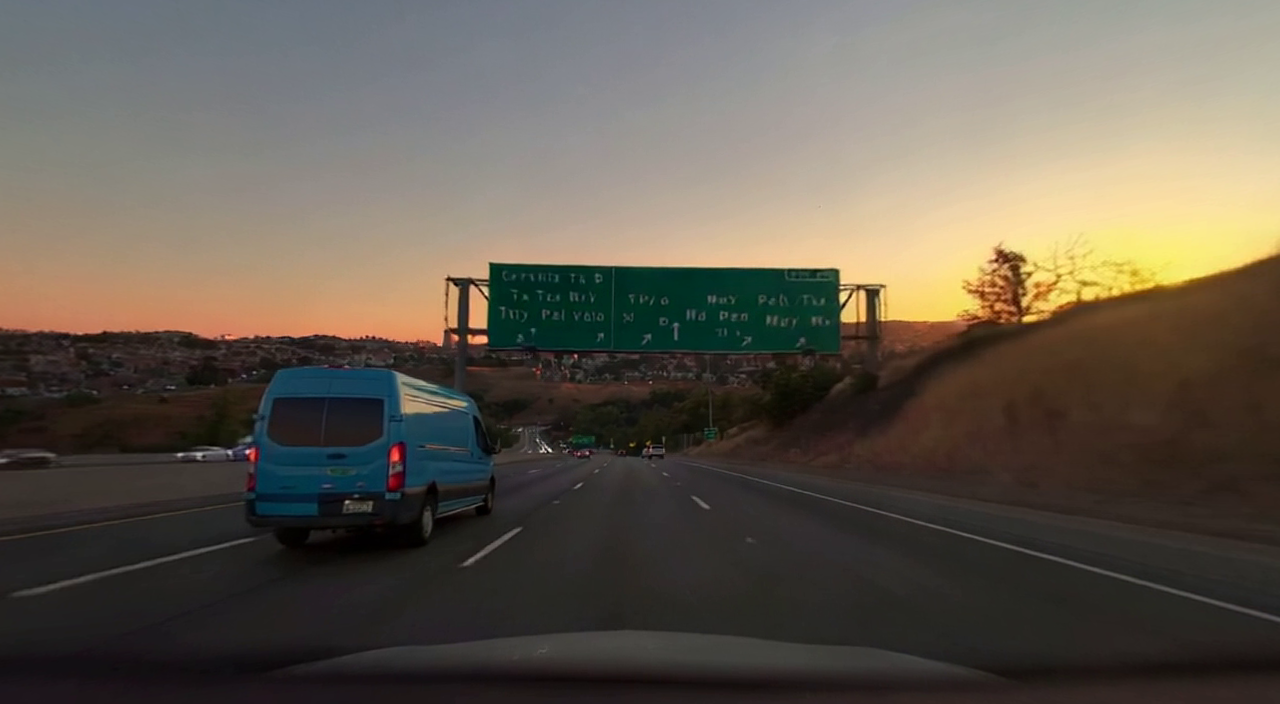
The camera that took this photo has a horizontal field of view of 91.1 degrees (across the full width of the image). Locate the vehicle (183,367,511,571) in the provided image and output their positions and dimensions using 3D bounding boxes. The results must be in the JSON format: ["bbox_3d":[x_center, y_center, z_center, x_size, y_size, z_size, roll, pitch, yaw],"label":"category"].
[{"bbox_3d":[-3.797,1.687,9.714,2.372,2.248,5.393,0,-9,1],"label":"vehicle"}]
